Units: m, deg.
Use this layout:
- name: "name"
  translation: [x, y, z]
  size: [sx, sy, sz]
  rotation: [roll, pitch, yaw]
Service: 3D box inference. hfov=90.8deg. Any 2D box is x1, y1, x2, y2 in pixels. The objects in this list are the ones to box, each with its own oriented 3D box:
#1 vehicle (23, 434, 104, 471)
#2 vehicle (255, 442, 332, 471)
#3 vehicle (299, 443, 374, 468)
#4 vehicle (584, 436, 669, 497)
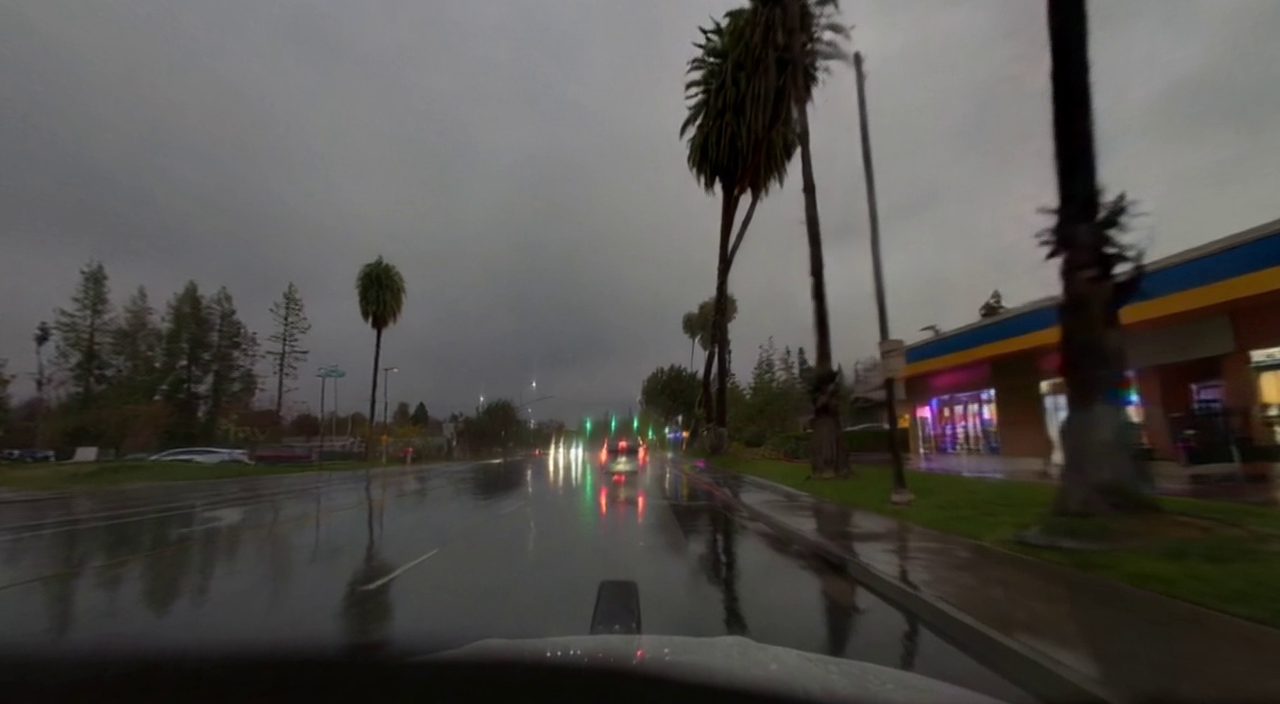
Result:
- name: "vehicle"
  translation: [-39.806, 6.911, 43.517]
  size: [7.230, 2.299, 2.770]
  rotation: [-7, -10, 37]
- name: "vehicle"
  translation: [-23.057, 6.949, 42.009]
  size: [4.573, 1.725, 2.054]
  rotation: [-5, -7, 23]
- name: "vehicle"
  translation: [-23.244, 7.871, 48.349]
  size: [5.293, 1.771, 2.194]
  rotation: [-4, -9, 25]
- name: "vehicle"
  translation: [-0.344, 3.118, 17.629]
  size: [2.076, 1.486, 4.119]
  rotation: [0, -8, -1]
